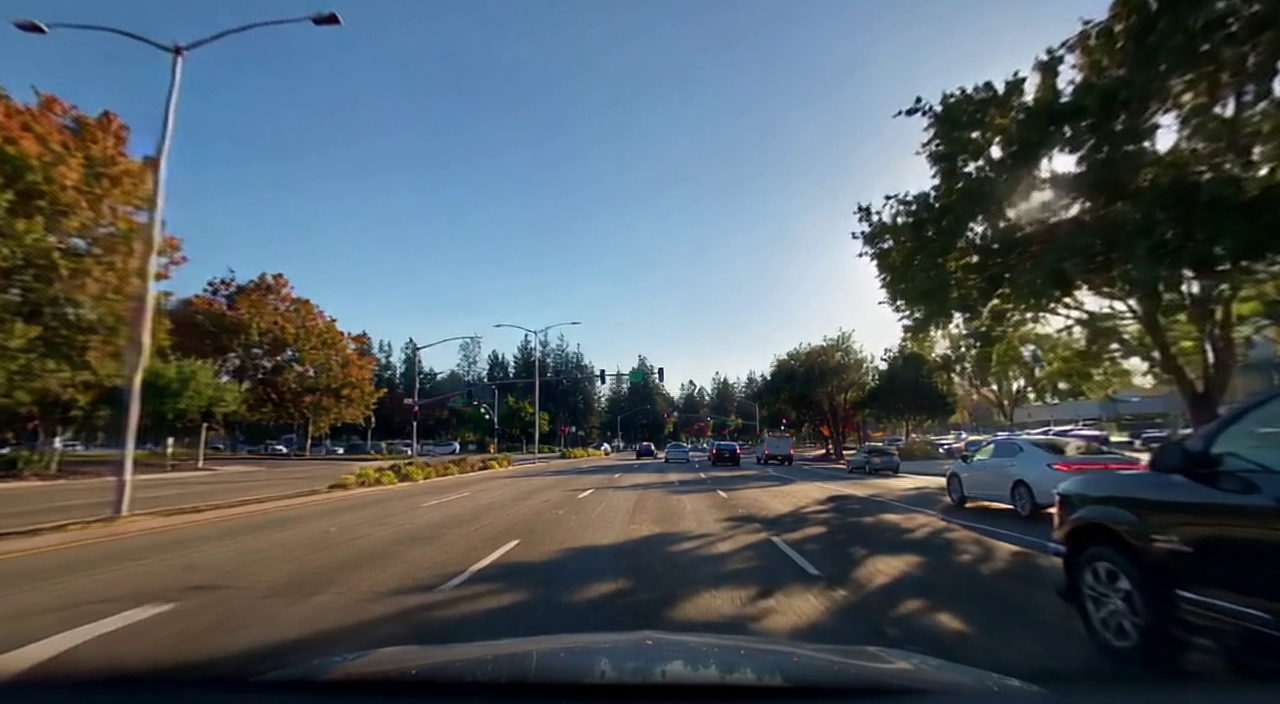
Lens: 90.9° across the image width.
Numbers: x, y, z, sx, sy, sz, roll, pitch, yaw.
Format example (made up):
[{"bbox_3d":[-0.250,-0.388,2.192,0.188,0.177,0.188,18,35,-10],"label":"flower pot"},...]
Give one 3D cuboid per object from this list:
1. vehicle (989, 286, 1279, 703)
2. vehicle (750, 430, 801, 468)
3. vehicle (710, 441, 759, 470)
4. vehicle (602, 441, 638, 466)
[{"bbox_3d":[3.234,0.498,0.789,2.333,1.777,5.713,0,-8,0],"label":"vehicle"},{"bbox_3d":[8.419,6.102,39.791,2.186,2.202,5.426,0,-8,2],"label":"vehicle"},{"bbox_3d":[5.393,5.986,36.653,2.292,1.563,4.734,0,-8,2],"label":"vehicle"},{"bbox_3d":[-1.303,6.811,42.451,1.958,1.542,4.175,-1,-9,5],"label":"vehicle"}]
